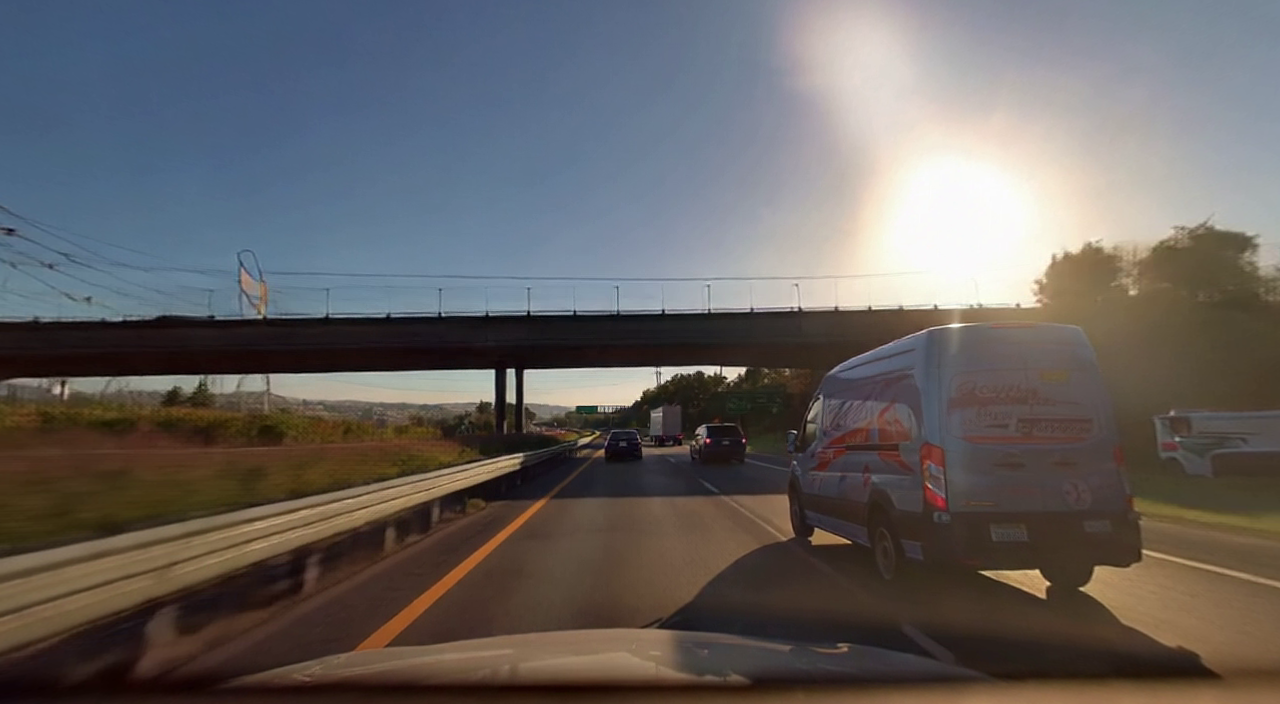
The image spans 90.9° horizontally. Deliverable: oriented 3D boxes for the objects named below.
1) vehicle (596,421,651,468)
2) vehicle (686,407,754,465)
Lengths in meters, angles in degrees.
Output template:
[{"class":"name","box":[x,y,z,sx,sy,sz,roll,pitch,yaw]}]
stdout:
[{"class":"vehicle","box":[-0.674,3.750,25.692,2.073,1.750,4.116,0,-8,-2]},{"class":"vehicle","box":[3.725,4.067,30.480,2.387,2.506,5.374,0,-8,-2]}]
